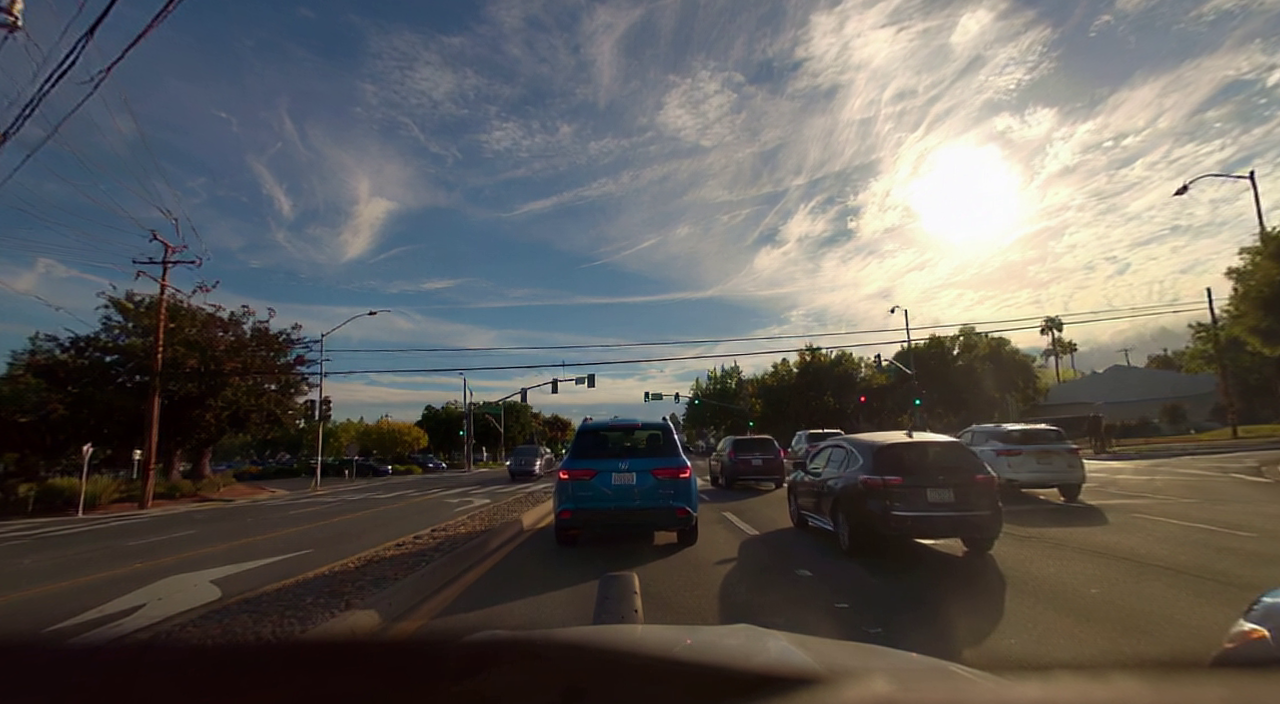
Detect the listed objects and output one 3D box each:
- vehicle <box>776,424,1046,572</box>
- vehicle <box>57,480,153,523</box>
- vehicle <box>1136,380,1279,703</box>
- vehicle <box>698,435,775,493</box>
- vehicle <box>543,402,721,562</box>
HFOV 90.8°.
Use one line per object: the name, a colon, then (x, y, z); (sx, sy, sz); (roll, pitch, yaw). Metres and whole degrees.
vehicle: (3.430, 1.919, 9.132); (1.880, 1.579, 4.401); (0, -9, -1)
vehicle: (-26.390, 7.393, 31.168); (4.526, 1.715, 1.989); (-10, -13, 28)
vehicle: (3.282, 0.629, 0.735); (1.889, 1.517, 4.308); (0, -9, 0)
vehicle: (3.161, 3.755, 21.556); (1.915, 1.765, 4.047); (0, -9, -1)
vehicle: (-0.141, 1.957, 10.173); (2.231, 1.998, 4.254); (0, -9, -1)
